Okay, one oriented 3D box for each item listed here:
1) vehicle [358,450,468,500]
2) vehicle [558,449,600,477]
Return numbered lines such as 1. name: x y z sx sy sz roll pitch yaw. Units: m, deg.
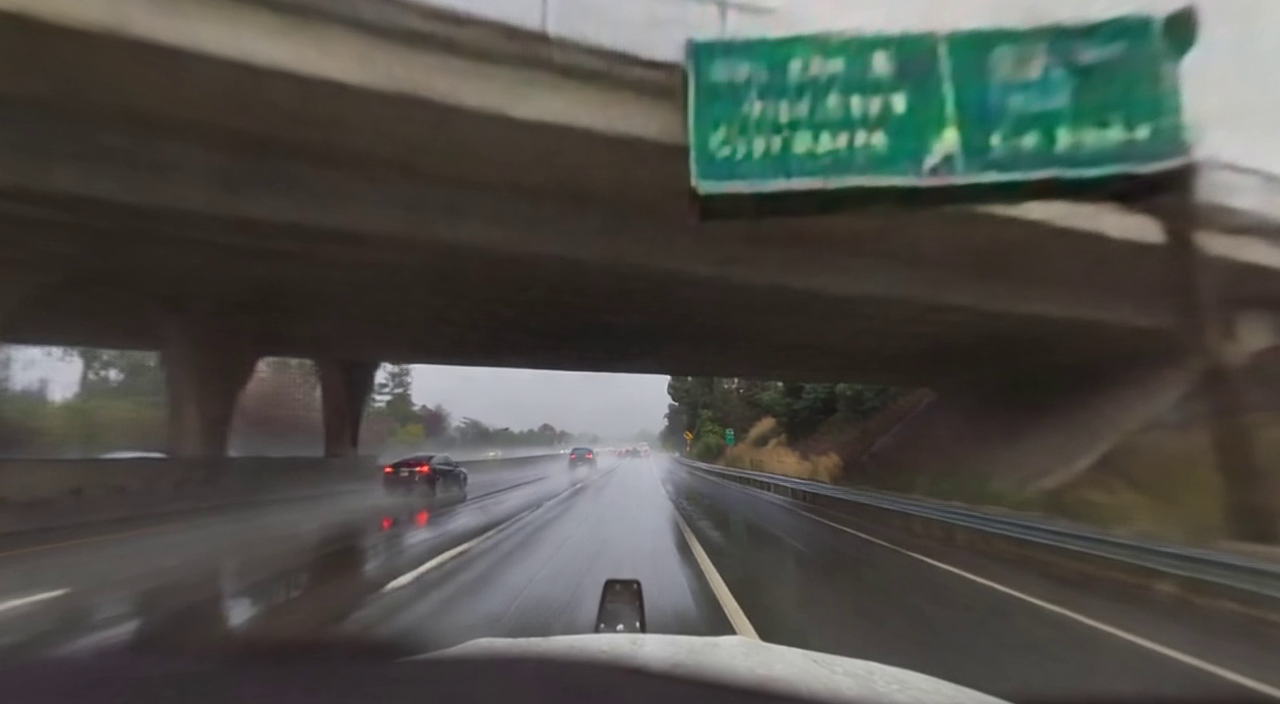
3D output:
1. vehicle: -7.644 4.150 21.780 2.002 1.507 4.631 0 -9 1
2. vehicle: -3.714 6.889 39.333 2.102 1.571 4.666 0 -9 1
